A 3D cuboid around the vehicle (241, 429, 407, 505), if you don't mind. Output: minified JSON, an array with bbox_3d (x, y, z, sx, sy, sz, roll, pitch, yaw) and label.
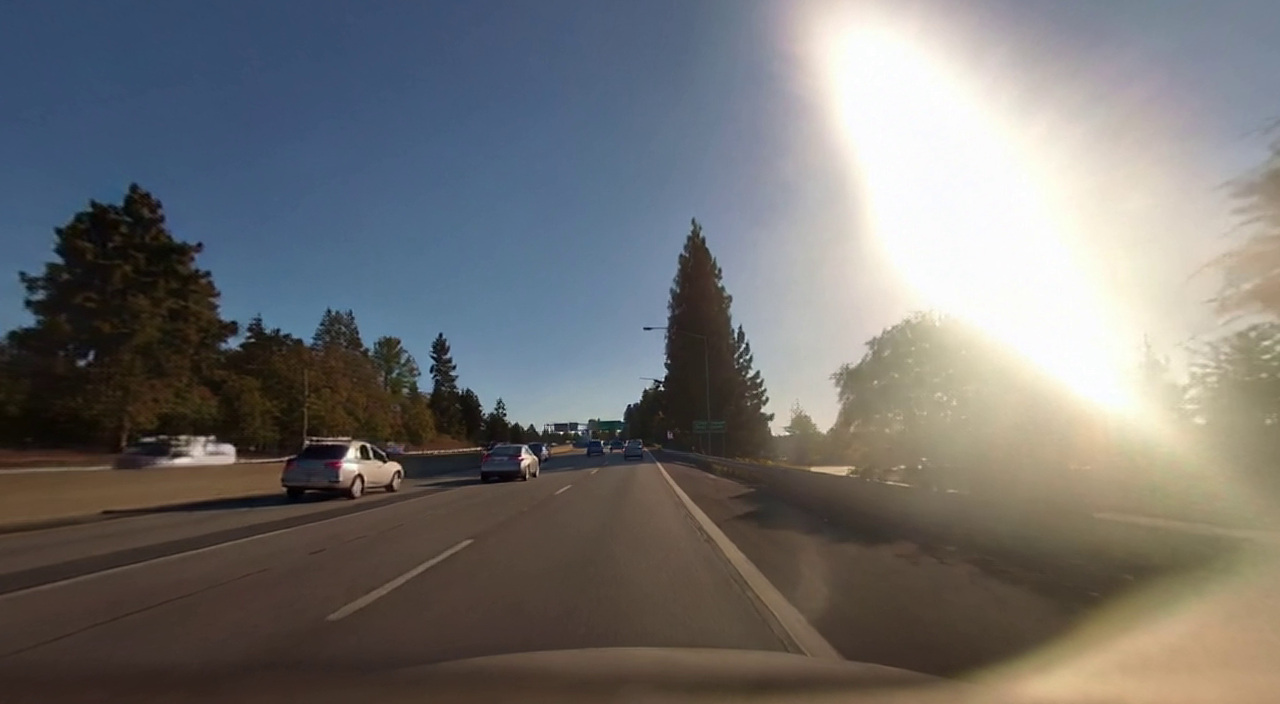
[{"bbox_3d":[-8.403,3.087,17.430,2.091,1.795,4.617,-1,-8,1],"label":"vehicle"}]

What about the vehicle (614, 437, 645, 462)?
[{"bbox_3d":[-0.757,7.314,47.330,2.179,1.742,4.396,0,-8,0],"label":"vehicle"}]

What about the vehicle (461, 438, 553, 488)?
[{"bbox_3d":[-4.562,3.881,22.523,2.102,1.562,4.884,-1,-8,2],"label":"vehicle"}]
